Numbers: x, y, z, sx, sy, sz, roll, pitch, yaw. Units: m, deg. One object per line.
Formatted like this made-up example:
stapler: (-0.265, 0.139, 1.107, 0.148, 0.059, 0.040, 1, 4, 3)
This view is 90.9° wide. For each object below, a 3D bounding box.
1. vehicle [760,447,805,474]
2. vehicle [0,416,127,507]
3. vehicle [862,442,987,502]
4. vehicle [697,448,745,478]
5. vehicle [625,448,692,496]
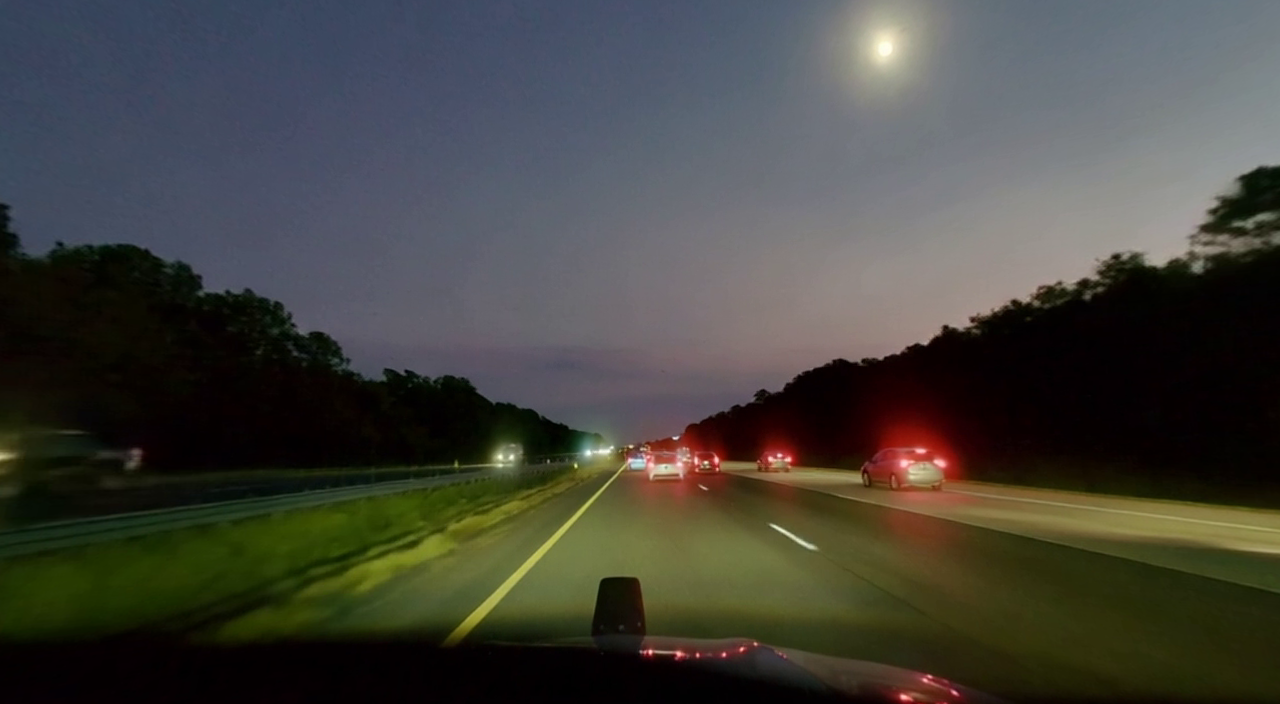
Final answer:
vehicle: (8.988, 6.901, 40.105, 1.957, 1.594, 3.632, 0, -9, -1)
vehicle: (-12.139, 2.012, 11.564, 1.950, 1.566, 4.141, 0, -9, 0)
vehicle: (8.188, 3.473, 18.545, 1.847, 1.554, 3.752, 0, -9, -1)
vehicle: (4.282, 5.944, 34.040, 1.981, 1.518, 4.029, 0, -9, -1)
vehicle: (0.563, 3.927, 20.926, 2.020, 1.426, 3.702, 0, -9, 0)
